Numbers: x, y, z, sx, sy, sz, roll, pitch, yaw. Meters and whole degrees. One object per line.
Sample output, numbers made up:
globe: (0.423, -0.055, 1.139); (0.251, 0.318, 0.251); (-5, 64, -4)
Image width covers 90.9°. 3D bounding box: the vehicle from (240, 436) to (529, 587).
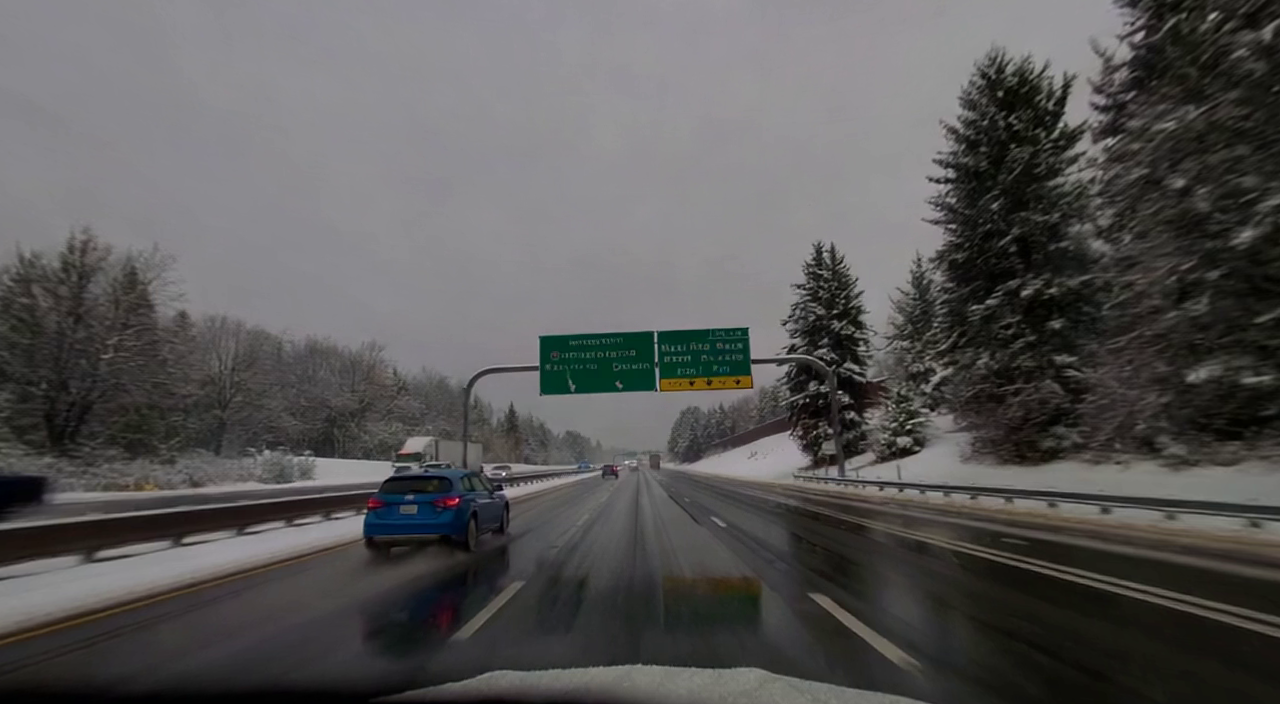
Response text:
vehicle: (-3.019, 2.045, 8.778); (2.045, 1.487, 4.582); (1, -10, 0)
